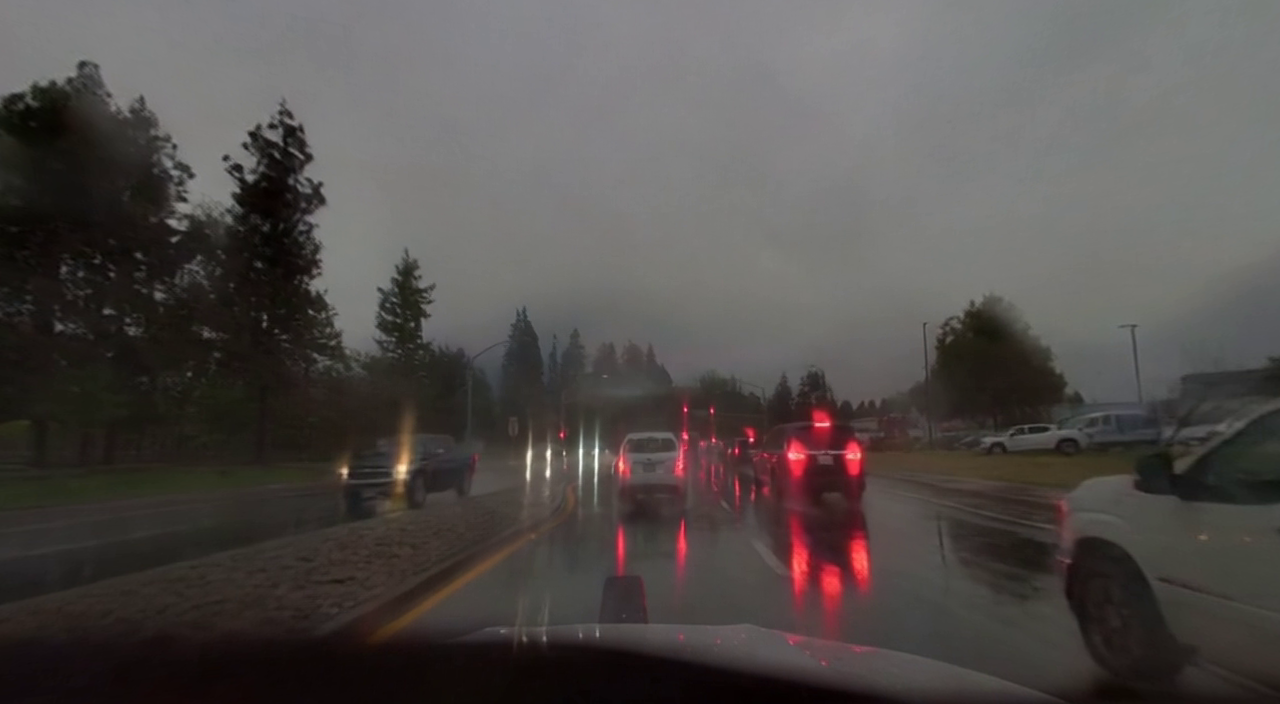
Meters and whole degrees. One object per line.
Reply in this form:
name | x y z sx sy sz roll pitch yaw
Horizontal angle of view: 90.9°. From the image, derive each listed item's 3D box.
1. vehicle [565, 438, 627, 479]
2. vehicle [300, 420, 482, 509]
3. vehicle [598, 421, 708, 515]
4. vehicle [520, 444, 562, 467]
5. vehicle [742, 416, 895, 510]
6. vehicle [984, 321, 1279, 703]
vehicle | -1.713 4.314 25.858 2.023 1.494 4.259 -2 -8 3
vehicle | -6.408 2.996 17.280 2.355 2.005 5.673 0 -9 4
vehicle | 0.368 2.520 14.118 2.113 1.768 3.901 0 -9 4
vehicle | -6.772 7.118 43.432 1.868 1.496 4.219 -1 -9 5
vehicle | 4.045 2.651 15.595 2.317 1.857 5.940 0 -9 3
vehicle | 3.496 0.737 2.130 2.114 1.765 4.647 0 -9 1
